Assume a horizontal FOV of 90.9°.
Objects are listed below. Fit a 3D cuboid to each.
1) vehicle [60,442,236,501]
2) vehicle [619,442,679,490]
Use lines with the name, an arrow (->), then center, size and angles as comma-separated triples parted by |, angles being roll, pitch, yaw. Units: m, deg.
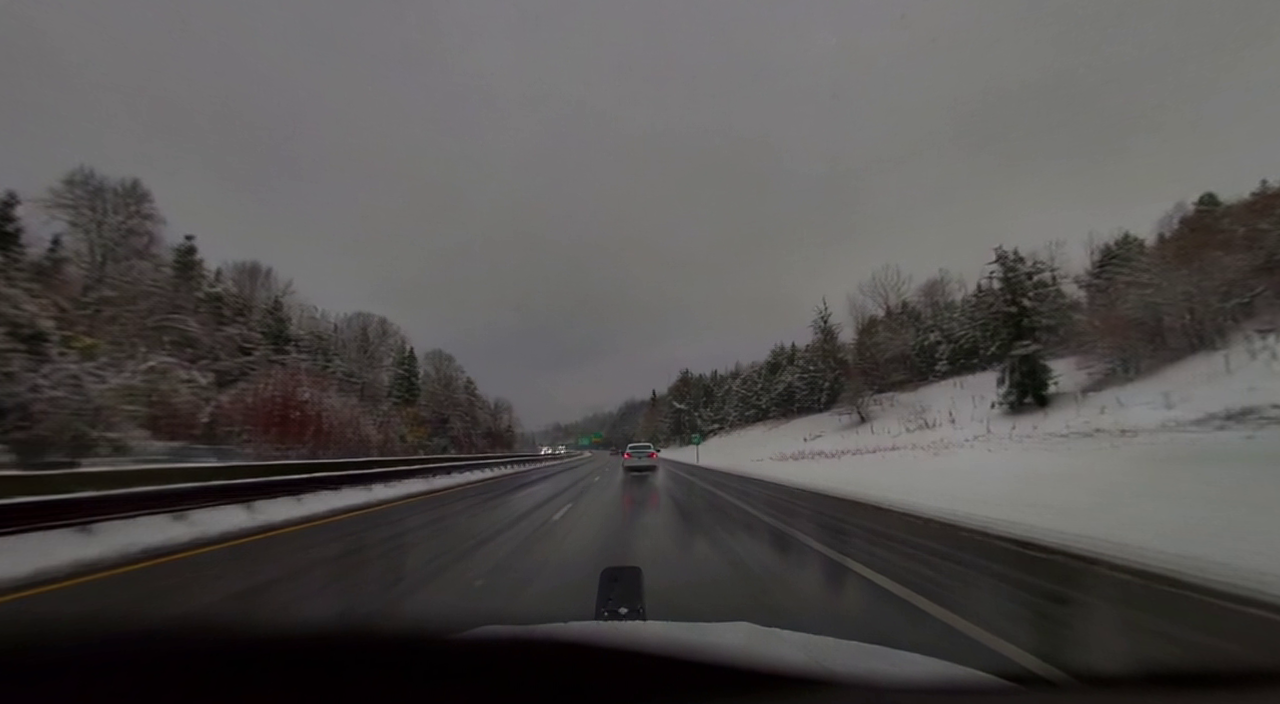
vehicle -> -13.607, 3.293, 17.761 | 1.875, 1.457, 3.773 | 0, -9, 0
vehicle -> 0.308, 4.417, 24.816 | 2.135, 1.686, 4.517 | 0, -9, 0
